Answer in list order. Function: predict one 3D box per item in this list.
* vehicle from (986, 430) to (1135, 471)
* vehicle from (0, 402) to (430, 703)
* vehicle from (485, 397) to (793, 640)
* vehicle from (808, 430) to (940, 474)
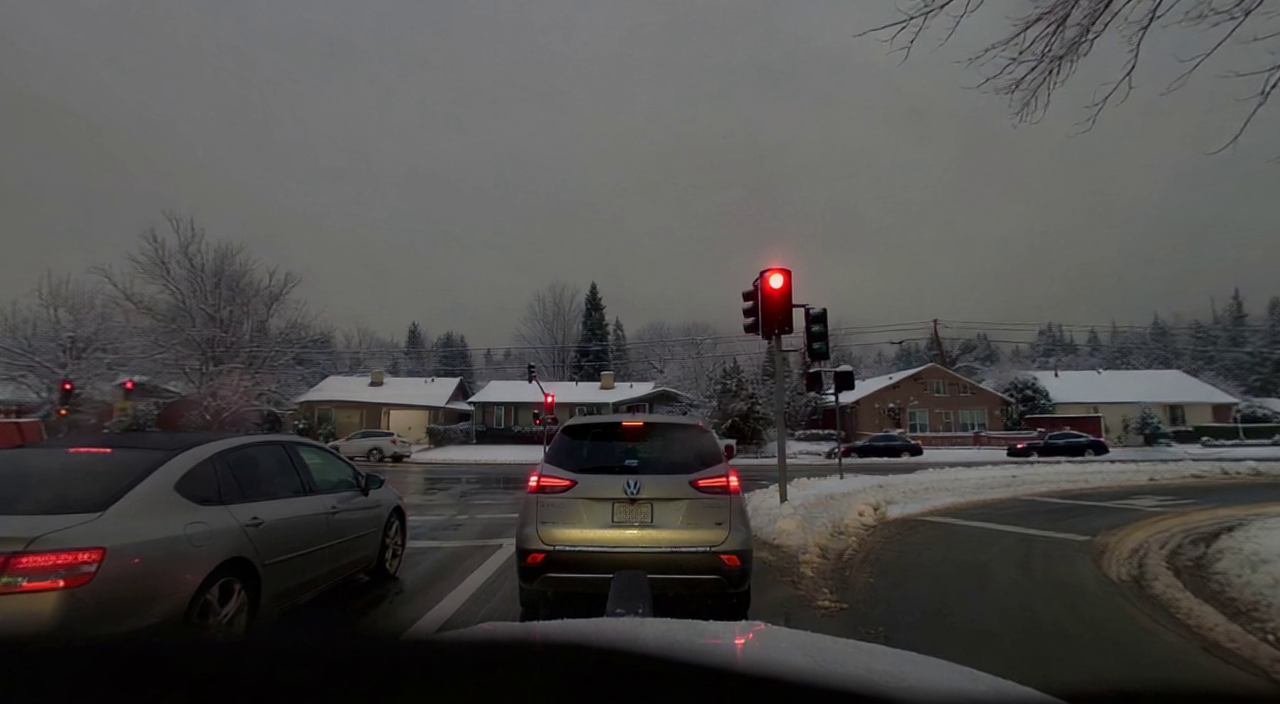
[{"bbox_3d":[17.363,4.102,26.293,4.670,1.616,1.926,-1,-9,6],"label":"vehicle"},{"bbox_3d":[-3.299,1.272,4.725,2.035,1.492,4.415,0,-9,-2],"label":"vehicle"},{"bbox_3d":[-0.151,1.468,6.574,2.154,1.670,4.140,1,-9,-5],"label":"vehicle"},{"bbox_3d":[9.899,4.282,27.104,4.887,1.769,2.035,-1,-9,6],"label":"vehicle"}]
